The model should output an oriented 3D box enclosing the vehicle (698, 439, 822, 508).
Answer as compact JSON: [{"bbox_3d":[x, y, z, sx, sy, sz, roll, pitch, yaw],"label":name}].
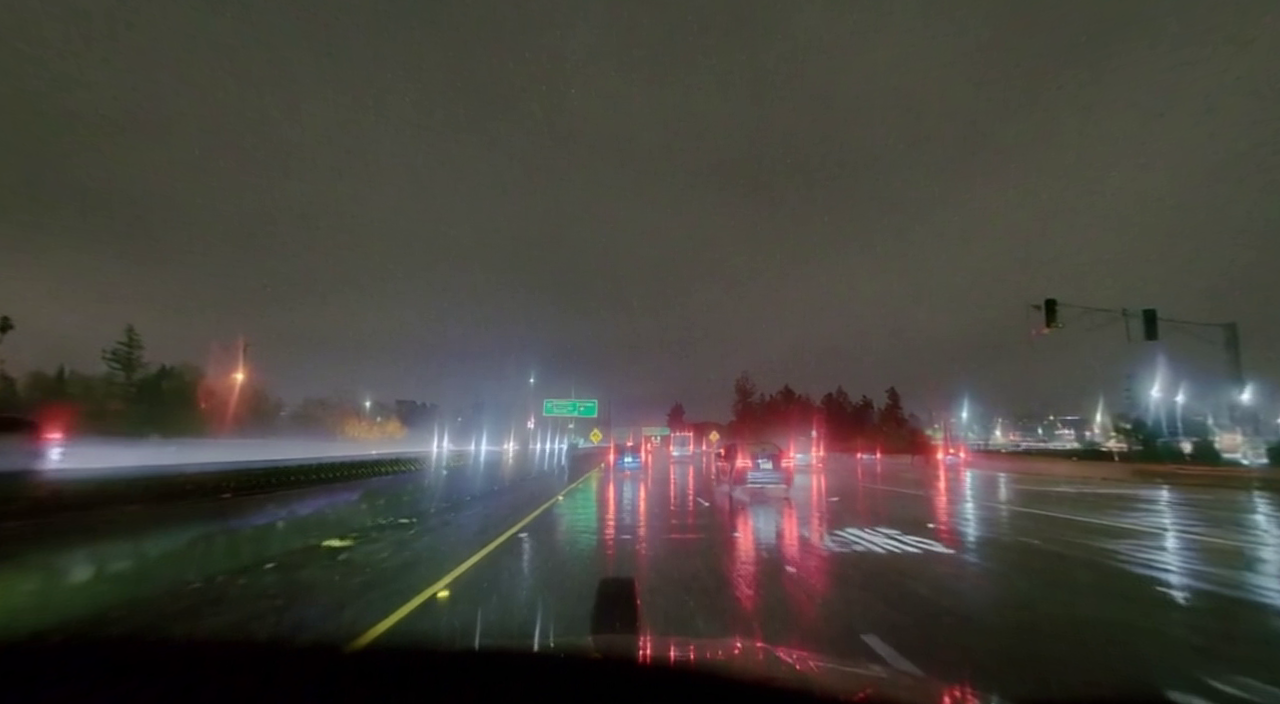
[{"bbox_3d":[2.759,2.916,15.676,2.042,1.460,4.451,0,-9,-2],"label":"vehicle"}]

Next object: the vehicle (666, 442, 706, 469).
[{"bbox_3d":[2.705,6.160,37.733,1.916,1.487,4.117,0,-9,-2],"label":"vehicle"}]

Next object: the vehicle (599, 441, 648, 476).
[{"bbox_3d":[-0.727,4.807,28.677,2.069,1.470,4.004,0,-8,-1],"label":"vehicle"}]

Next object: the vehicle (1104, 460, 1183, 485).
[{"bbox_3d":[30.869,7.377,38.843,1.607,1.396,3.554,1,-8,-7],"label":"vehicle"}]
